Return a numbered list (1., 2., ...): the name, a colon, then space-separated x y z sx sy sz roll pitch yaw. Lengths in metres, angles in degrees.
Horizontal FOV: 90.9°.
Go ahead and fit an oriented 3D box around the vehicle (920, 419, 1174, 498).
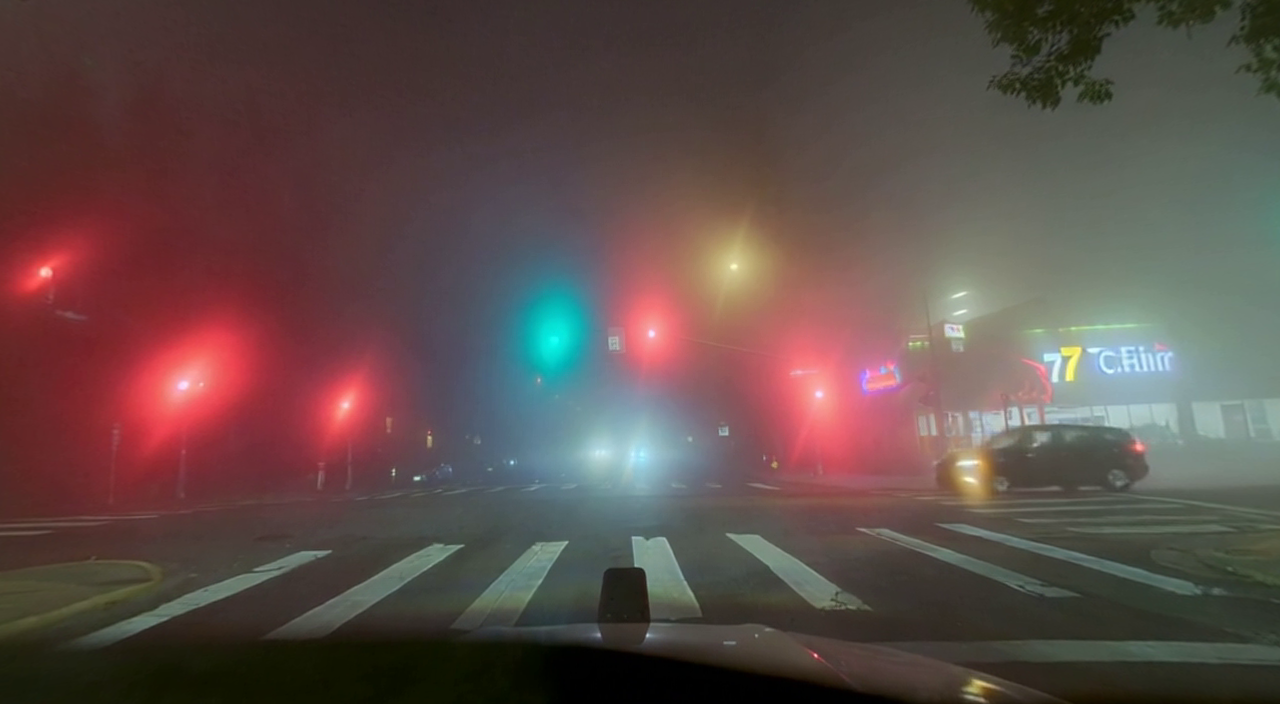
1. vehicle: 9.813 2.601 15.543 4.836 1.795 1.957 0 -8 0
